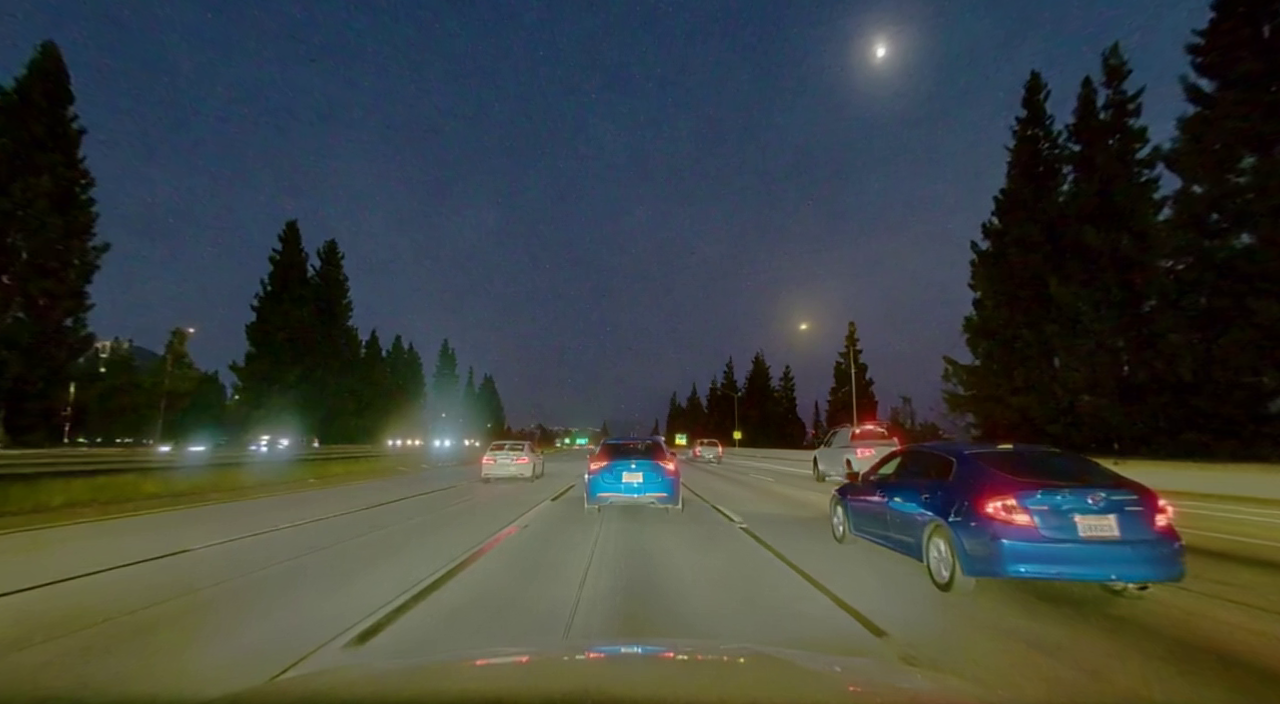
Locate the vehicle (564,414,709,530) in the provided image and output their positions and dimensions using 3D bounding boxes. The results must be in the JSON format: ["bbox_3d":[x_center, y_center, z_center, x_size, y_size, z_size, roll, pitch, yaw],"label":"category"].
[{"bbox_3d":[-0.062,2.125,11.595,2.181,1.728,3.970,0,-9,0],"label":"vehicle"}]

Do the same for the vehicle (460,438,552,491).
[{"bbox_3d":[-4.231,3.616,20.627,2.023,1.497,4.526,0,-9,0],"label":"vehicle"}]

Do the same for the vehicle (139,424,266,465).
[{"bbox_3d":[-18.154,3.887,26.460,2.022,1.534,4.699,1,-9,-1],"label":"vehicle"}]

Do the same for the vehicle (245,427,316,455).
[{"bbox_3d":[-22.736,5.699,40.022,1.981,1.633,4.445,1,-9,-1],"label":"vehicle"}]

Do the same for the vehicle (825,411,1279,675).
[{"bbox_3d":[3.378,1.449,5.890,1.975,1.532,4.227,0,-9,0],"label":"vehicle"}]
